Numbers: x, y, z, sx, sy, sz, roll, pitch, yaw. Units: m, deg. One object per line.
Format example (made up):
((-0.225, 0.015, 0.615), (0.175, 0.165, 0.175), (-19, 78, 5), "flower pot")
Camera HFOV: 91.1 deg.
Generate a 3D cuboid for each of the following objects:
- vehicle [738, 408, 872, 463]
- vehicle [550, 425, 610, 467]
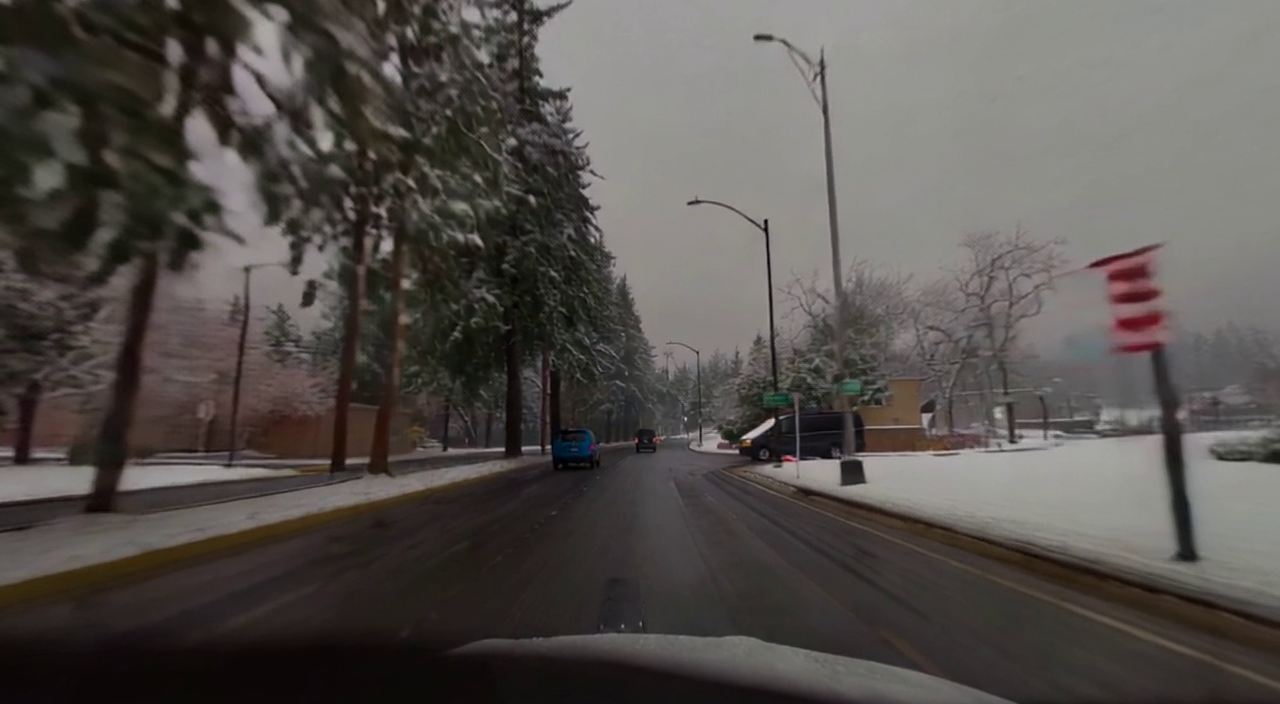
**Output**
((9.509, 4.888, 36.964), (7.177, 2.935, 3.132), (0, -7, 6), "vehicle")
((-2.779, 4.518, 30.138), (2.281, 1.837, 4.845), (0, -8, 1), "vehicle")
